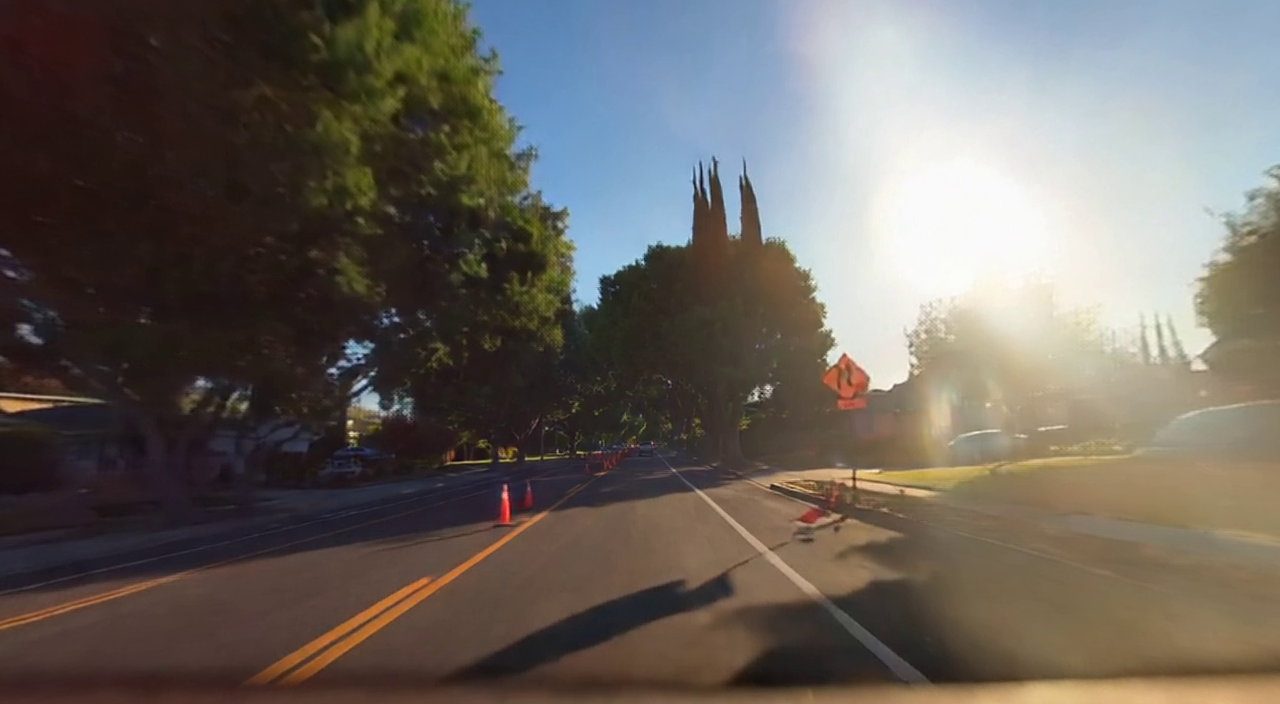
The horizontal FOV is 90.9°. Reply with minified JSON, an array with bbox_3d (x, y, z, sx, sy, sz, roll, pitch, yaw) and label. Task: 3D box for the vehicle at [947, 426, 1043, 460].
[{"bbox_3d":[16.933,4.351,30.202,3.462,1.576,1.863,1,-8,-4],"label":"vehicle"}]
